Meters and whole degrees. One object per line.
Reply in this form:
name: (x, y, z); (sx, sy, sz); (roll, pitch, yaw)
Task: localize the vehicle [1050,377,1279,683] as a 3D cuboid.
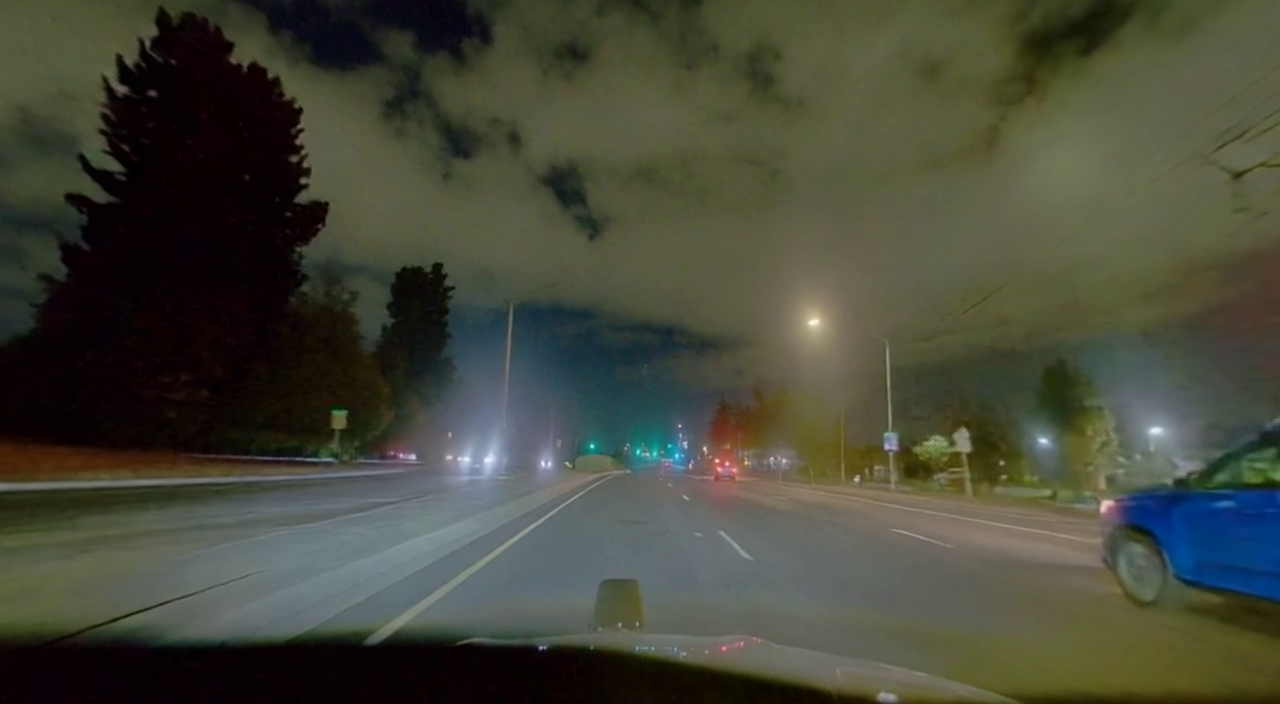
vehicle: (5.081, 0.958, 3.260); (2.331, 1.872, 5.378); (-3, -8, 1)

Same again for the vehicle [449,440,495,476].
vehicle: (-11.161, 7.166, 42.244); (2.206, 2.034, 4.486); (-2, -13, -5)
